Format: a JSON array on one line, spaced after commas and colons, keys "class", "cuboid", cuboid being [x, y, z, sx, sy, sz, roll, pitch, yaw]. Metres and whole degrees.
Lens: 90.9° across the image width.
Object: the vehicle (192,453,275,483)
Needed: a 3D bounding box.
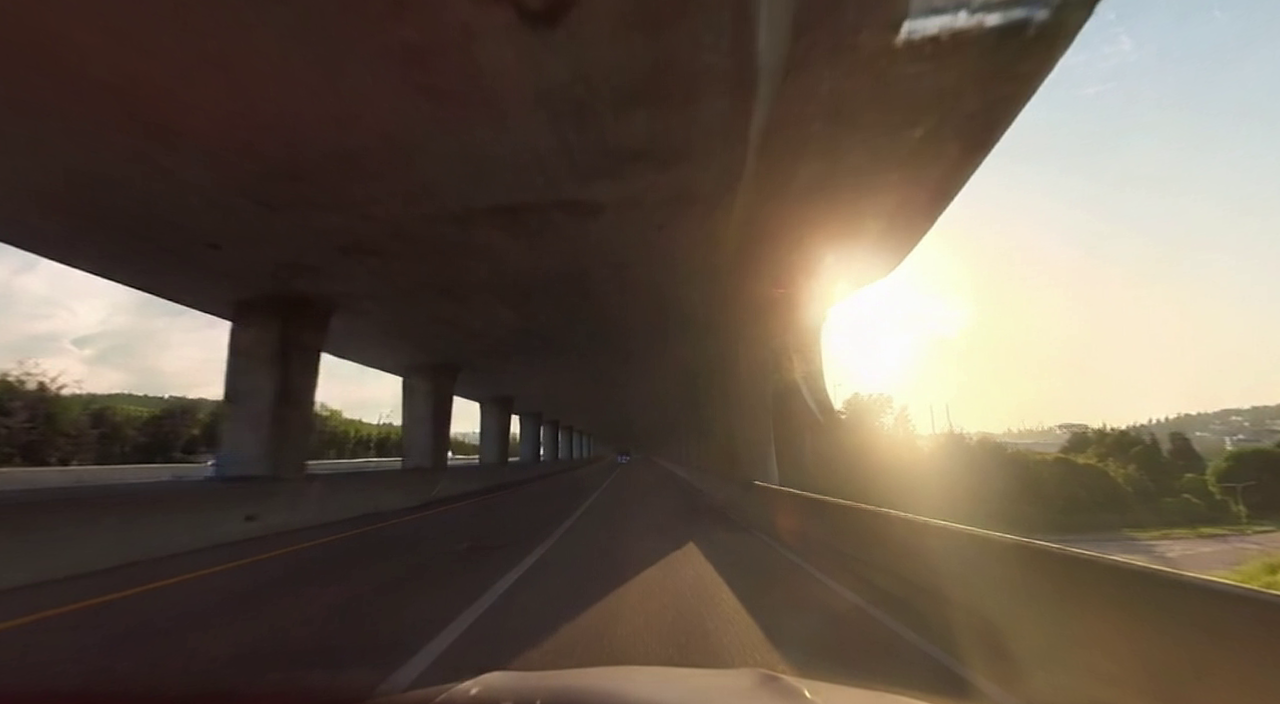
[{"class": "vehicle", "cuboid": [-24.003, 6.828, 37.437, 1.817, 1.626, 4.551, 0, -9, 1]}]
